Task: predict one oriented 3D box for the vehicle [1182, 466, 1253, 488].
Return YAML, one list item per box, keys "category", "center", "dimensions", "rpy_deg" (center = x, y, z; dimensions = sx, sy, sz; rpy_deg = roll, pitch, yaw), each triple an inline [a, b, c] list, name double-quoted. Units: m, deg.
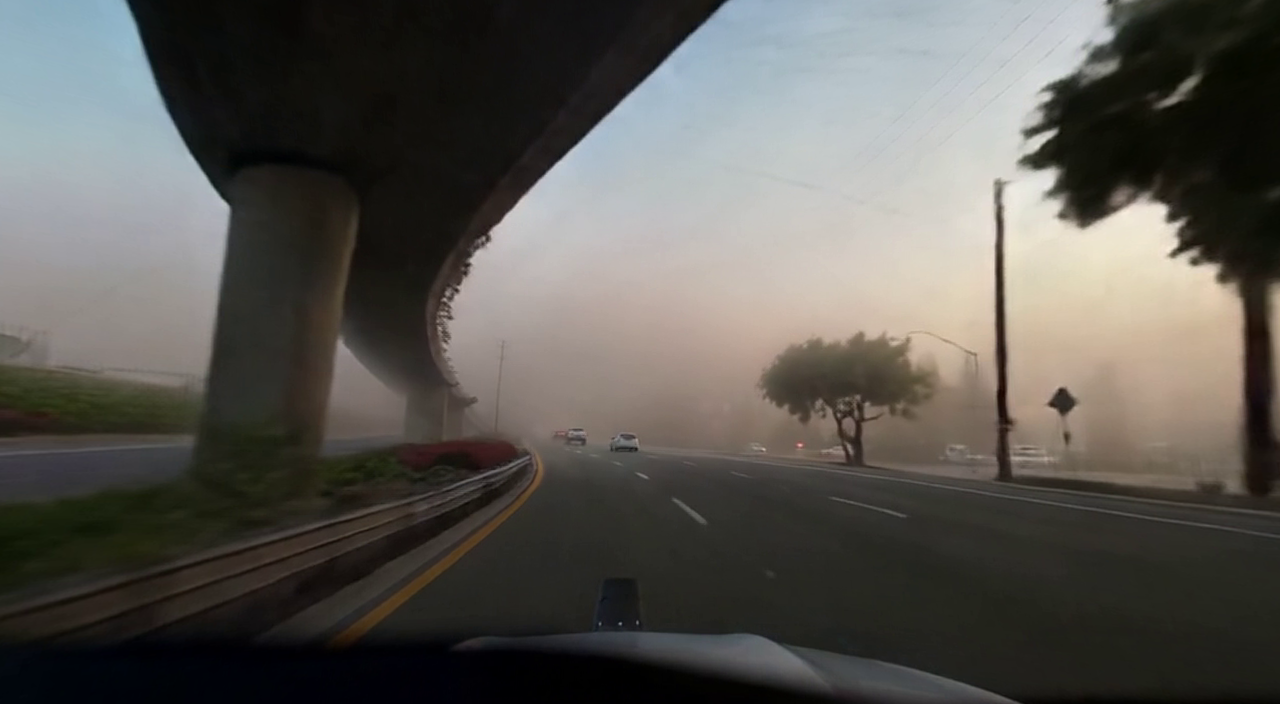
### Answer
- category: "vehicle"
  center: [43.653, 9.416, 47.747]
  dimensions: [4.465, 1.431, 1.959]
  rpy_deg: [3, -9, -20]
